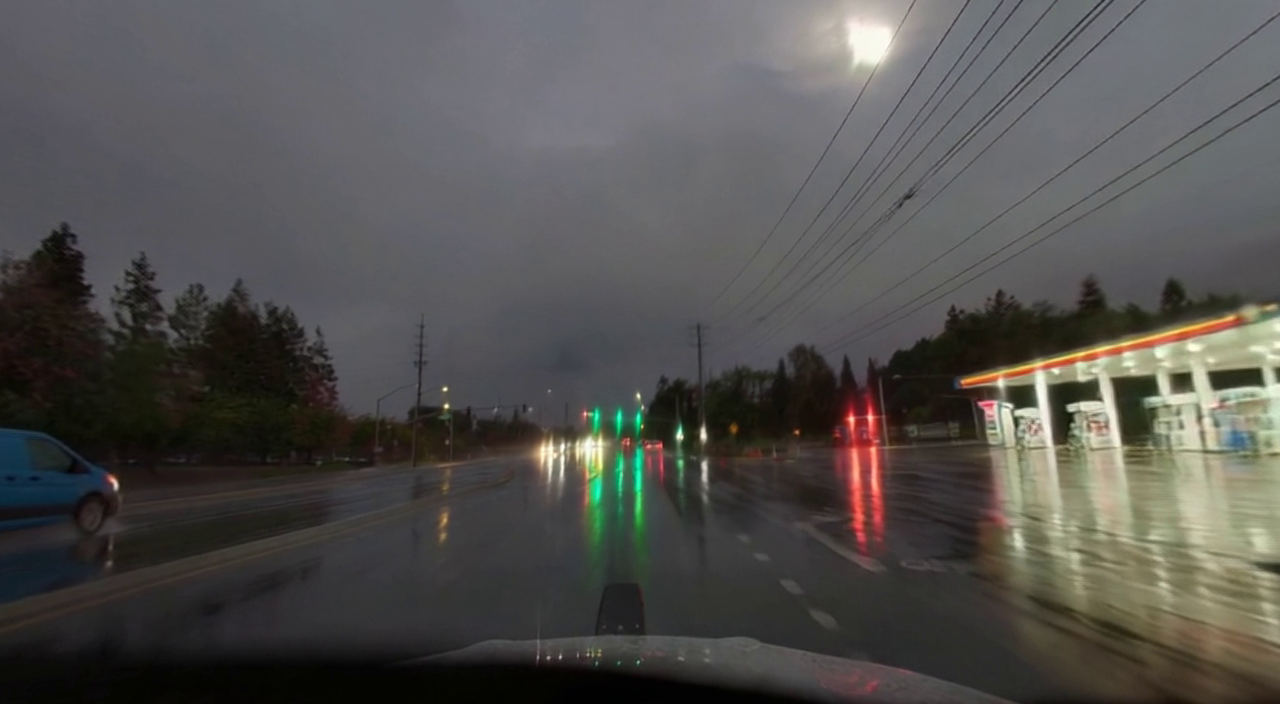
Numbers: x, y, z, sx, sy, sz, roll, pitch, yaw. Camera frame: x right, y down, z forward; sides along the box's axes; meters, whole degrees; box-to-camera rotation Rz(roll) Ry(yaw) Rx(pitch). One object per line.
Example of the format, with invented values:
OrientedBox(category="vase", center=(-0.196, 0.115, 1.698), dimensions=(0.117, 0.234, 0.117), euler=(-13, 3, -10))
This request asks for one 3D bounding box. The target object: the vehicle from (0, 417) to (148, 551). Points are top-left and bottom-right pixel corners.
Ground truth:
OrientedBox(category="vehicle", center=(-9.964, 1.845, 8.791), dimensions=(2.149, 1.848, 4.961), euler=(0, -8, 1))
